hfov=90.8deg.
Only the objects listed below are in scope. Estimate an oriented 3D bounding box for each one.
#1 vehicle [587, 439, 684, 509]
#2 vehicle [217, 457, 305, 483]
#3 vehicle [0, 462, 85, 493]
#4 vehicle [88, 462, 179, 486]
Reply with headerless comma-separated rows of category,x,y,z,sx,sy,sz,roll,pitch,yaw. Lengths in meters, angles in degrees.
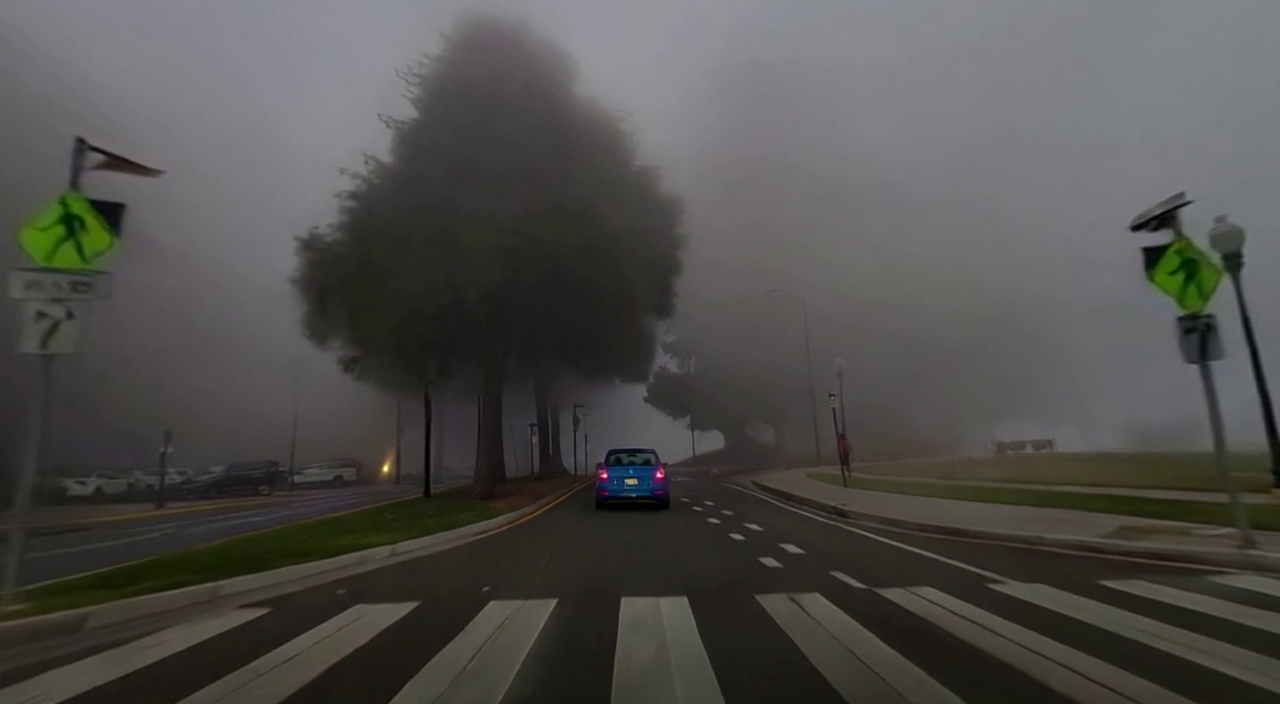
vehicle,-0.161,3.137,16.715,2.221,1.570,4.398,0,-9,-2
vehicle,-22.976,7.158,38.425,4.038,1.531,2.015,0,-9,-3
vehicle,-35.548,7.286,36.655,4.466,1.619,2.319,0,-8,-1
vehicle,-35.375,8.546,44.246,4.500,1.542,2.155,0,-9,0
